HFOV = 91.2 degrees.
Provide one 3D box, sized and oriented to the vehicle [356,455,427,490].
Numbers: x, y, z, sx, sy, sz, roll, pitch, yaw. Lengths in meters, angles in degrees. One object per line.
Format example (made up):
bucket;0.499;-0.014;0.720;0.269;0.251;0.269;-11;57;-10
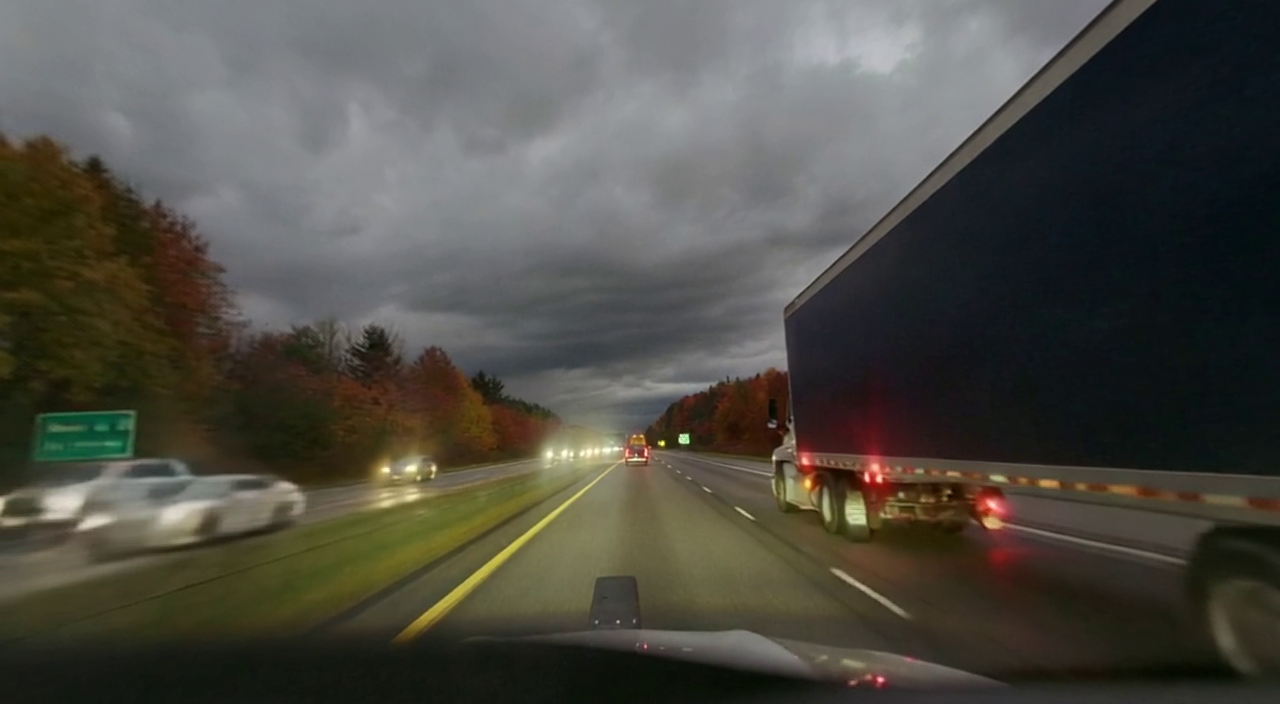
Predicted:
vehicle;-13.570;6.566;34.501;1.999;1.686;4.588;-1;-9;0

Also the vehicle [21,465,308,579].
vehicle;-8.387;2.982;11.756;1.914;1.540;4.471;0;-9;-1

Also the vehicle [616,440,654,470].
vehicle;-0.307;6.274;38.393;2.168;1.705;4.272;0;-9;-1

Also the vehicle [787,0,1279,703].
vehicle;4.591;0.121;5.616;2.910;4.090;14.063;0;-9;-1
